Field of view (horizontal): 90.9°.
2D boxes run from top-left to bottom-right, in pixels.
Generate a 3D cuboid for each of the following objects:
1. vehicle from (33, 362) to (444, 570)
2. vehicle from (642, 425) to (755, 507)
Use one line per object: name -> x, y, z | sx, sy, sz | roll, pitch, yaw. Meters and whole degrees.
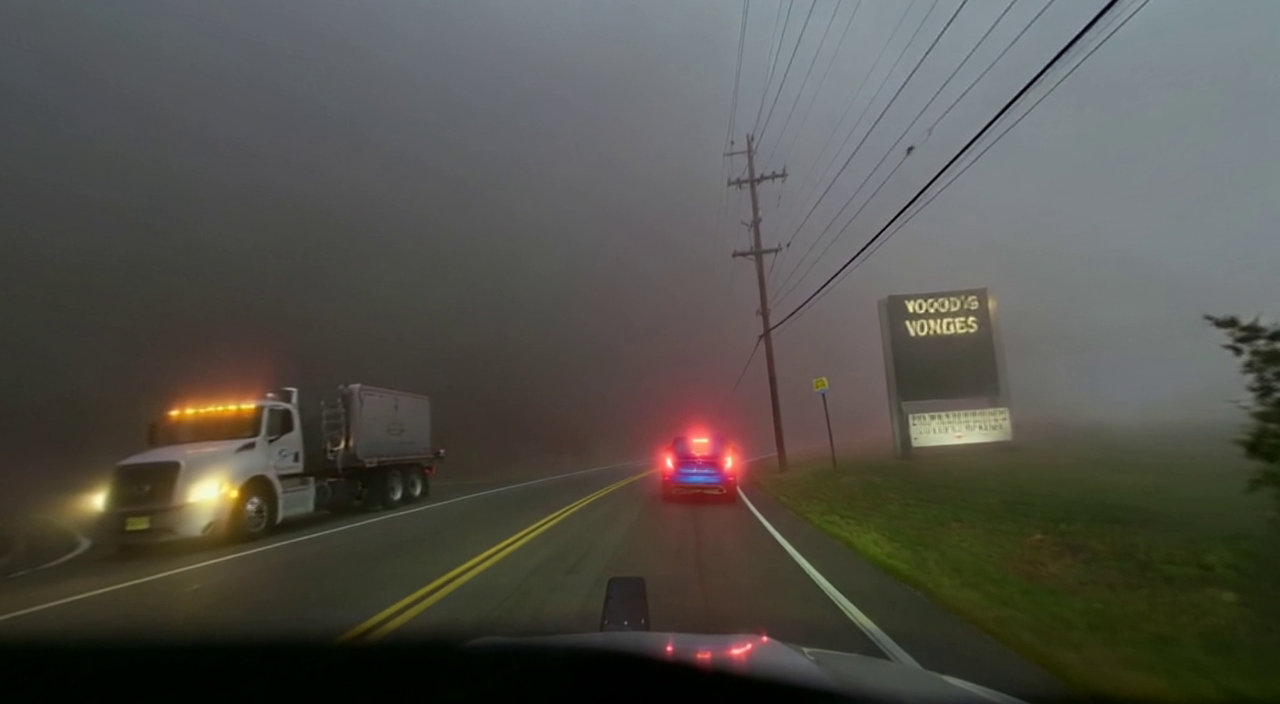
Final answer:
vehicle -> -7.893, 2.201, 14.094 | 3.395, 3.071, 7.634 | -7, -6, 9
vehicle -> 1.216, 2.415, 13.714 | 2.081, 1.503, 3.726 | -1, -8, 4
